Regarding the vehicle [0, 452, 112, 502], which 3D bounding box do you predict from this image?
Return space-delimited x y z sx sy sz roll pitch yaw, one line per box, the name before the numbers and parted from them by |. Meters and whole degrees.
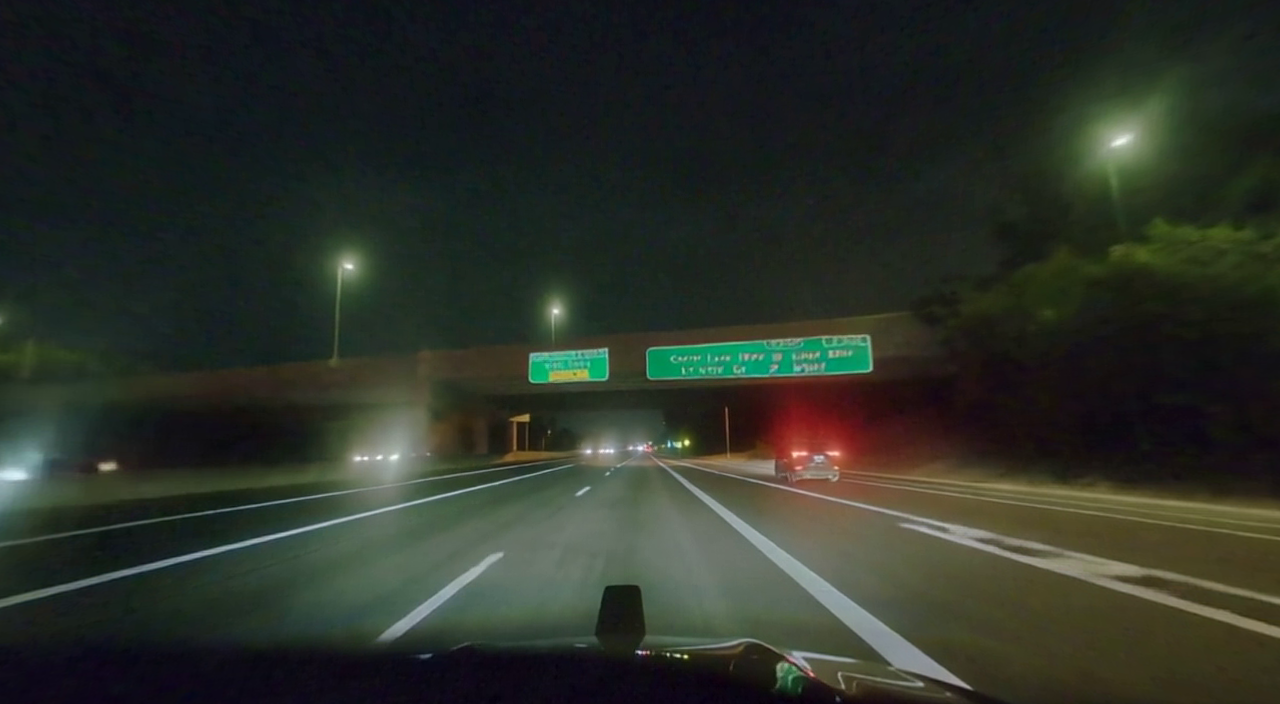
vehicle | -21.729 4.380 22.382 1.941 1.590 4.511 0 -9 1
